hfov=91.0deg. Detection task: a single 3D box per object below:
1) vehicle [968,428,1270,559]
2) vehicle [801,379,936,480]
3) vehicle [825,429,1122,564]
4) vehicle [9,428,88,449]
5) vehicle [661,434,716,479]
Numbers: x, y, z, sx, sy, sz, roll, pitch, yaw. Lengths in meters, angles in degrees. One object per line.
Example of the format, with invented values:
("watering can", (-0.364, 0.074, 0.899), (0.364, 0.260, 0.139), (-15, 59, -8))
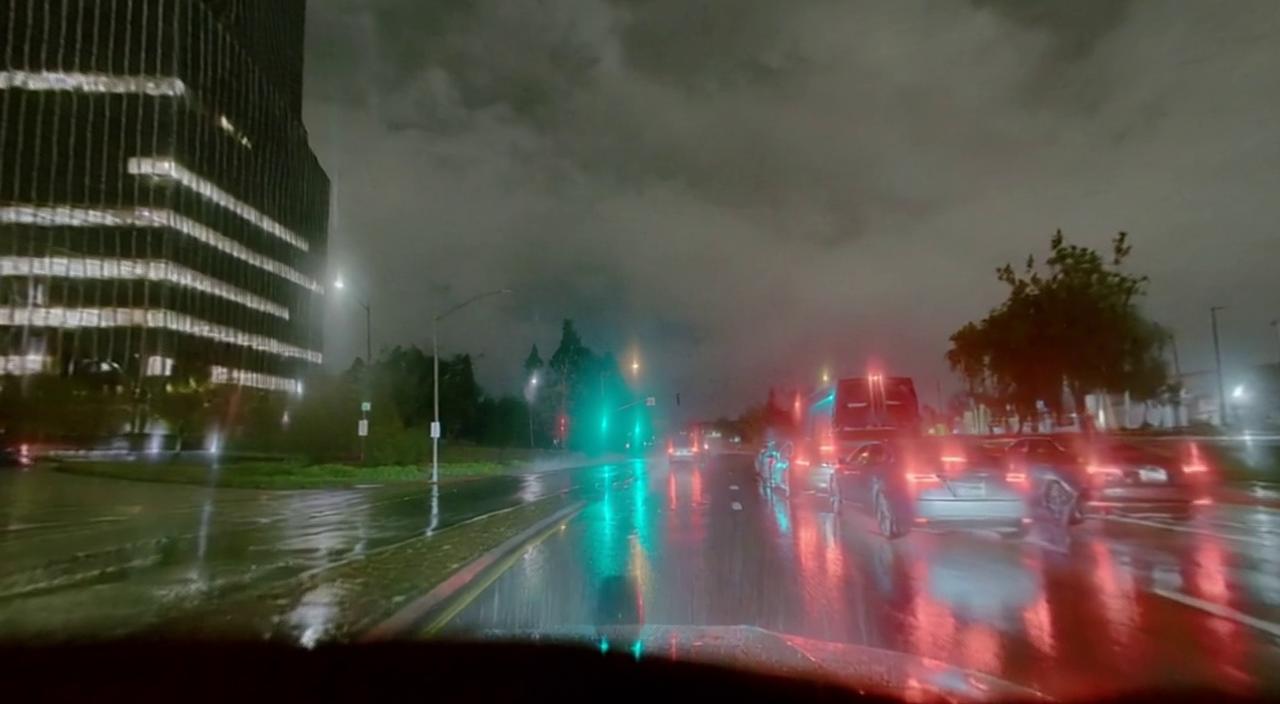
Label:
("vehicle", (7.093, 2.084, 9.997), (1.983, 1.628, 3.885), (-1, -9, 6))
("vehicle", (9.952, 3.807, 29.535), (3.128, 3.616, 13.736), (-1, -9, 8))
("vehicle", (4.471, 1.974, 9.351), (2.183, 1.553, 3.923), (0, -9, -1))
("vehicle", (-45.132, 6.627, 48.107), (4.011, 1.600, 1.776), (1, -9, -6))
("vehicle", (2.134, 4.412, 26.802), (2.121, 1.728, 4.161), (-1, -9, 7))
